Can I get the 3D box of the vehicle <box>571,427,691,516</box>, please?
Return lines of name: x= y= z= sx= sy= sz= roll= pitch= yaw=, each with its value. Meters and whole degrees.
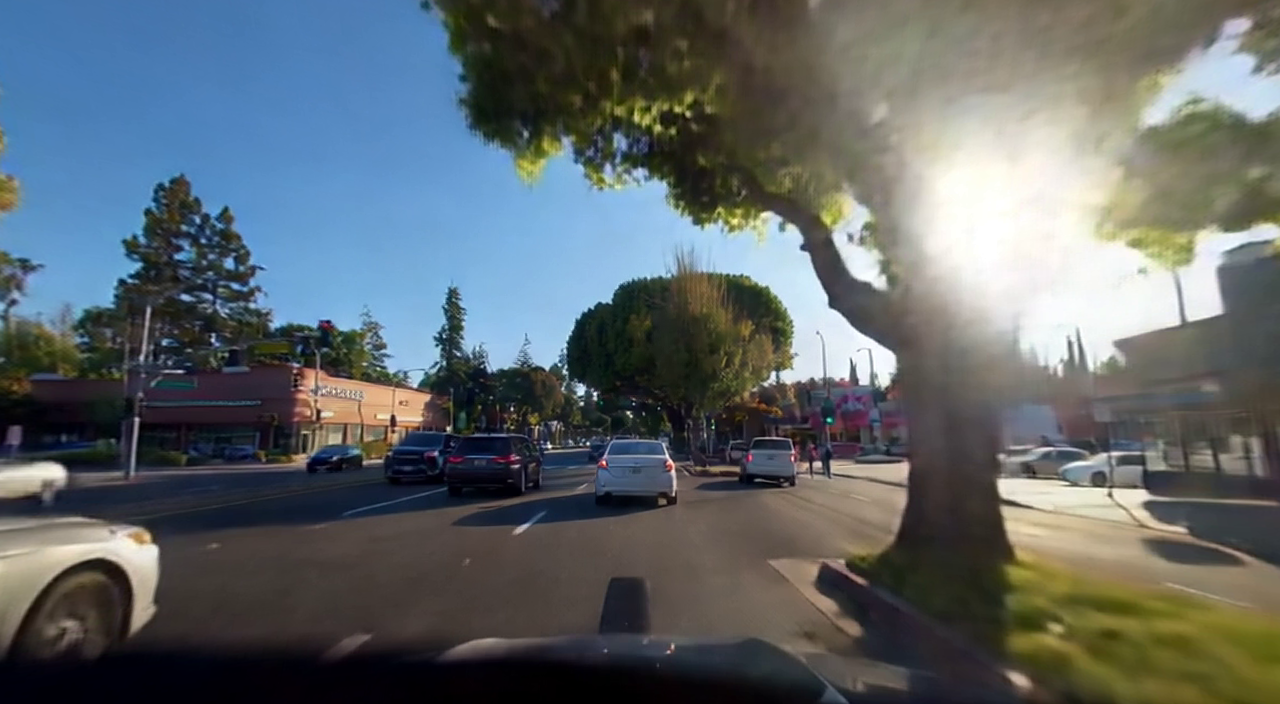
vehicle: x=-0.159 y=2.416 z=13.225 sx=2.121 sy=1.563 sz=4.031 roll=0 pitch=-8 yaw=0

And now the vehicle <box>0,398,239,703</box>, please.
vehicle: x=-3.718 y=0.824 z=1.822 sx=1.992 sy=1.493 sz=4.688 roll=0 pitch=-8 yaw=1

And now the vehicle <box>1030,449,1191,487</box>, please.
vehicle: x=18.894 y=4.655 z=25.504 sx=4.795 sy=1.457 sz=1.986 roll=-1 pitch=-8 yaw=4

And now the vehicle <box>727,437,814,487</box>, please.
vehicle: x=4.238 y=3.647 z=21.233 sx=1.979 sy=1.485 sz=4.207 roll=0 pitch=-8 yaw=-1

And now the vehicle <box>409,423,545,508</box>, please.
vehicle: x=-3.566 y=2.570 z=14.634 sx=1.983 sy=1.685 sz=3.997 roll=0 pitch=-8 yaw=1
